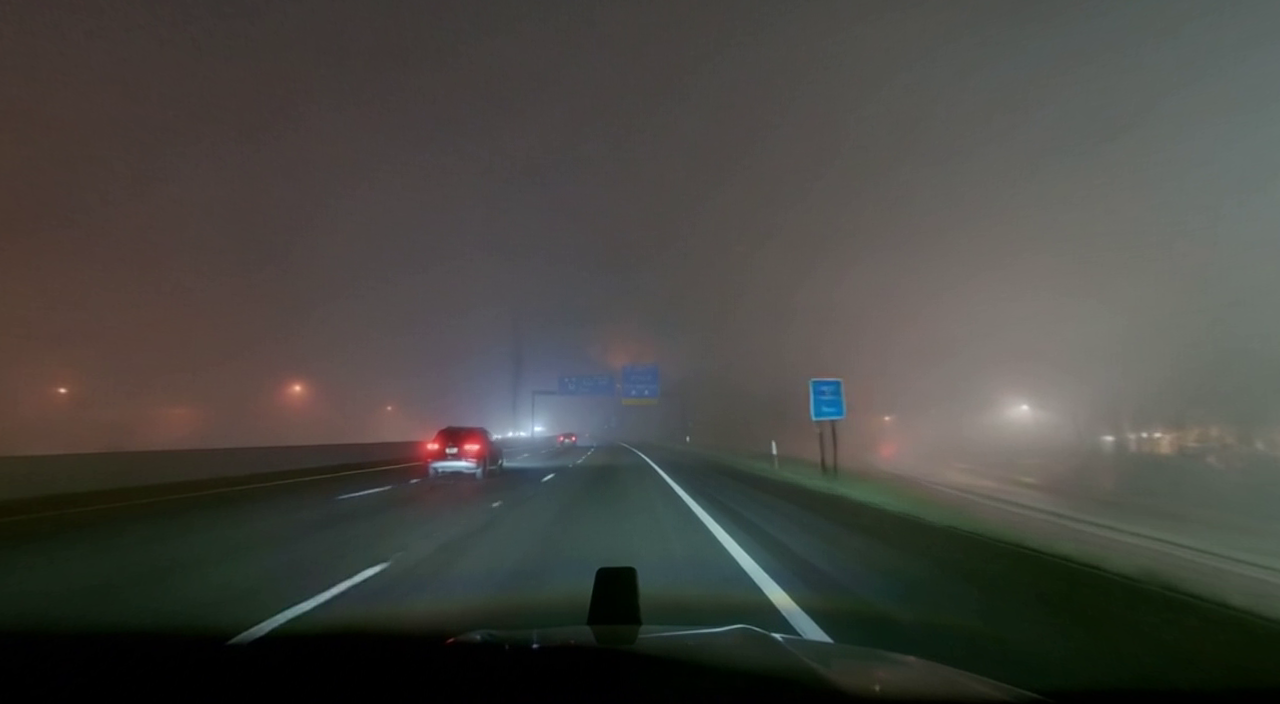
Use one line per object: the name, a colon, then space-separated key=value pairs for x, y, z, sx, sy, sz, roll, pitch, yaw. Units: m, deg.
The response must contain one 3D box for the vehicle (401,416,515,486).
vehicle: x=-4.962 y=2.749 z=17.804 sx=2.007 sy=1.727 sz=4.040 roll=0 pitch=-8 yaw=0
